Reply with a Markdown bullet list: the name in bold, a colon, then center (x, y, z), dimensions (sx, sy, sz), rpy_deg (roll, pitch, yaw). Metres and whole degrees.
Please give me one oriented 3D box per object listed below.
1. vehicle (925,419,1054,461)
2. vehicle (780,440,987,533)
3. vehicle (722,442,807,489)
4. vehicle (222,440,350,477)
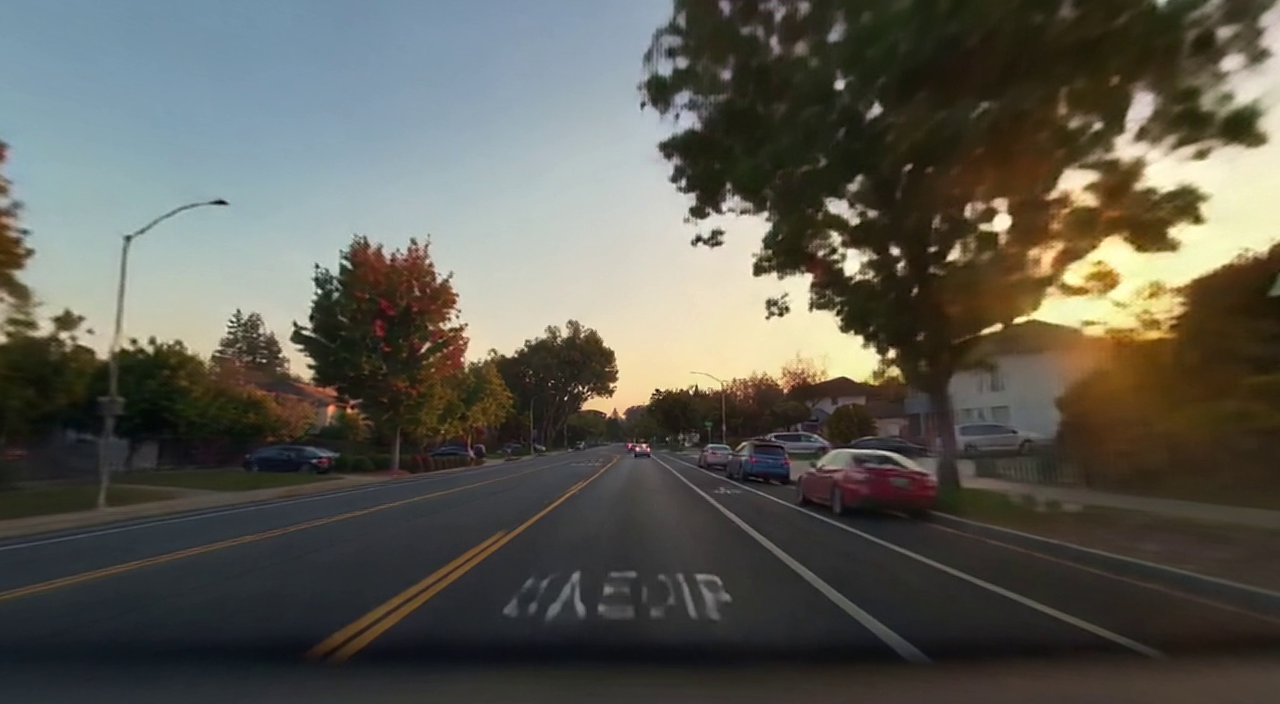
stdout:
- **vehicle**: center (18.162, 4.580, 32.859), dimensions (5.481, 1.869, 2.195), rpy_deg (-2, -8, -7)
- **vehicle**: center (4.514, 2.547, 12.761), dimensions (1.968, 1.467, 5.107), rpy_deg (0, -8, -2)
- **vehicle**: center (4.390, 4.059, 23.018), dimensions (1.999, 1.512, 4.826), rpy_deg (0, -8, -2)
- **vehicle**: center (-19.383, 5.843, 34.675), dimensions (5.684, 1.934, 2.217), rpy_deg (0, -8, 1)
